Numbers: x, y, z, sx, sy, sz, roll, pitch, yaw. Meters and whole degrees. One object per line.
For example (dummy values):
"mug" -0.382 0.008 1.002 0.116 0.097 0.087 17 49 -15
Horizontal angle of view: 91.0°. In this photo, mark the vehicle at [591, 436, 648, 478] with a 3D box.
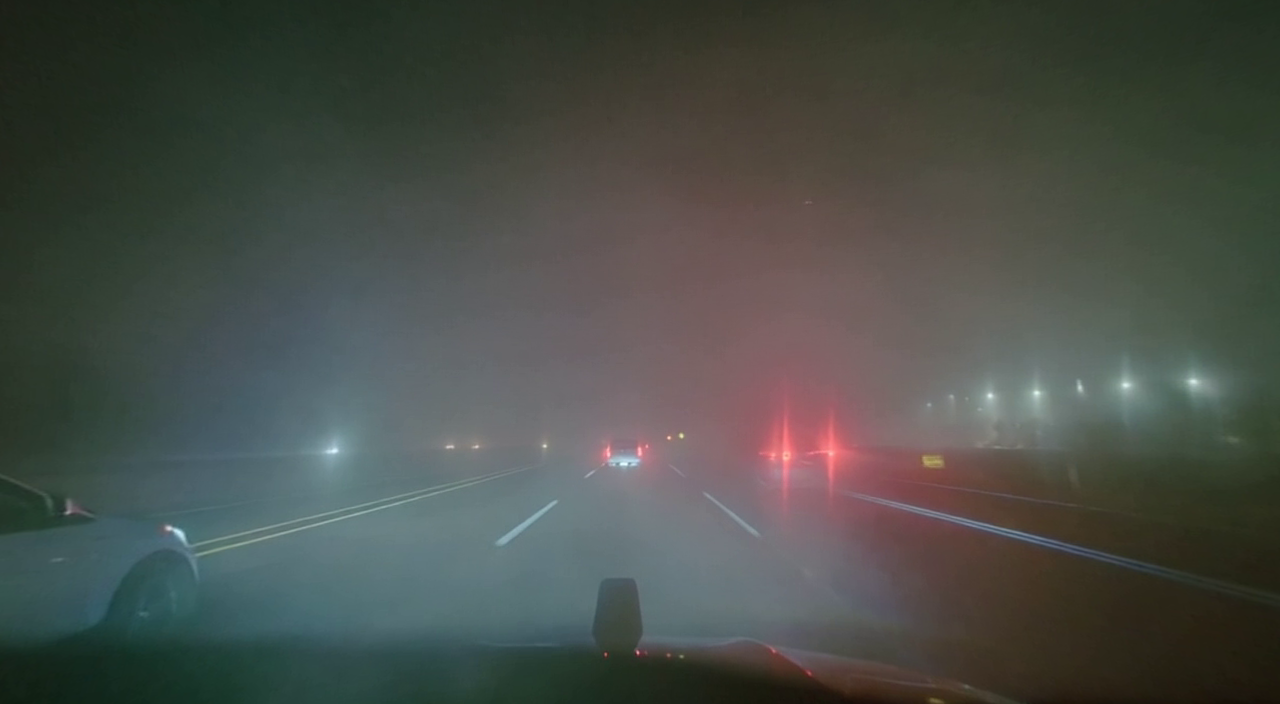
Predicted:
"vehicle" -0.753 4.231 25.613 2.147 1.576 3.964 0 -8 0
